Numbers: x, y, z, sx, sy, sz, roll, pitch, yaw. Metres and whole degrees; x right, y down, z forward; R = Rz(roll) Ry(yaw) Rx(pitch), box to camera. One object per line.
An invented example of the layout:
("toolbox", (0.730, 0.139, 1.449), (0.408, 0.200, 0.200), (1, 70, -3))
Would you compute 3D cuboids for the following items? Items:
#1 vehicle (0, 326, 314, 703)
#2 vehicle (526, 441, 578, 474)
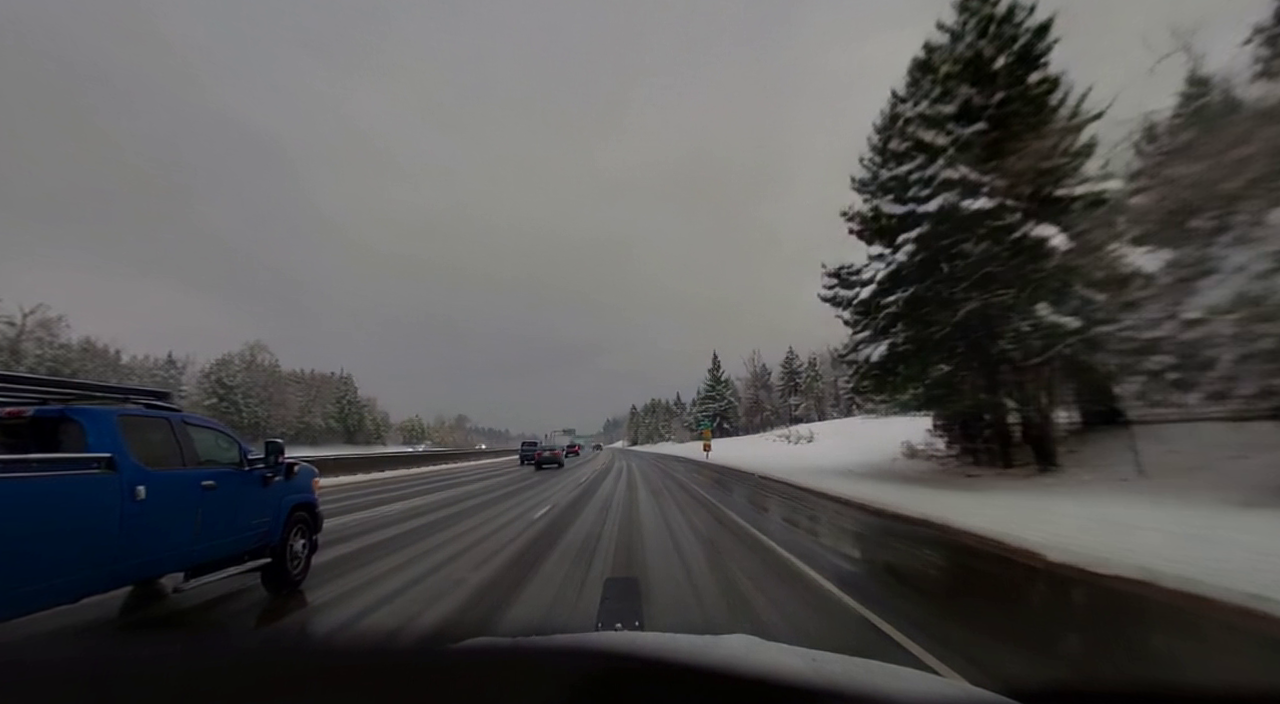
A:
("vehicle", (-3.796, 0.785, 2.531), (2.200, 1.807, 5.041), (0, -9, 1))
("vehicle", (-4.354, 5.278, 31.682), (2.012, 1.509, 4.359), (0, -9, 0))
